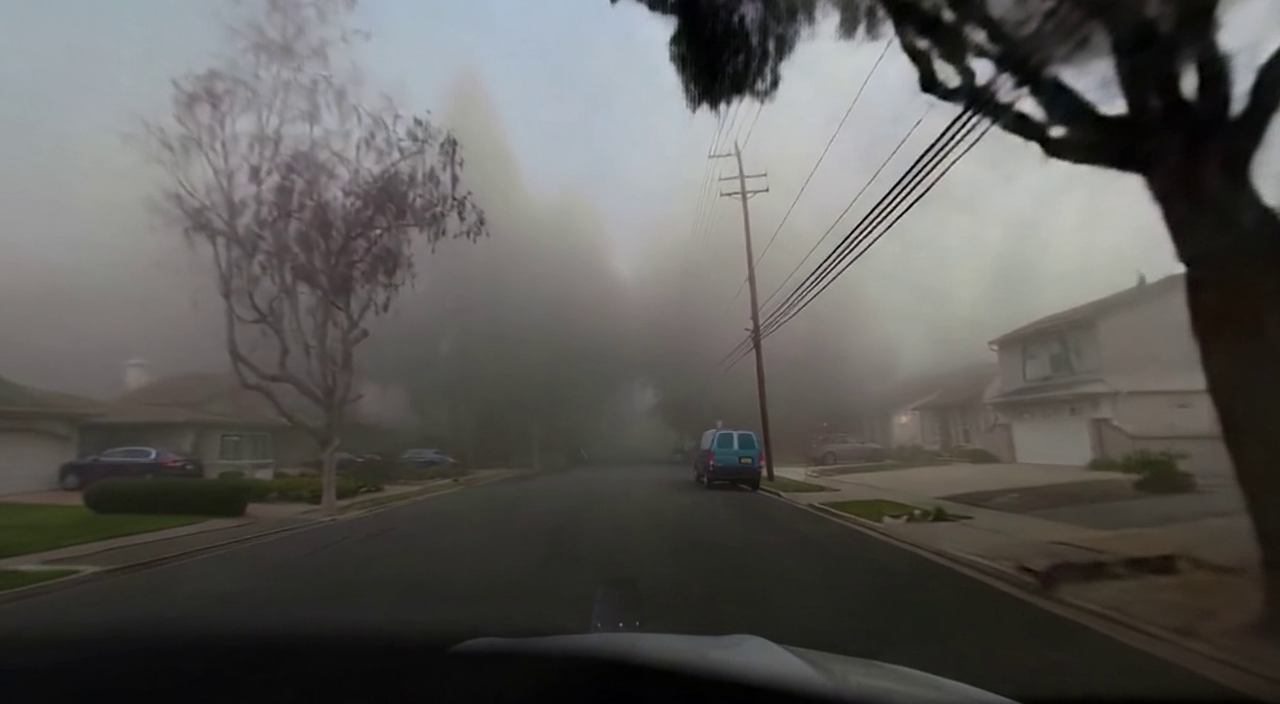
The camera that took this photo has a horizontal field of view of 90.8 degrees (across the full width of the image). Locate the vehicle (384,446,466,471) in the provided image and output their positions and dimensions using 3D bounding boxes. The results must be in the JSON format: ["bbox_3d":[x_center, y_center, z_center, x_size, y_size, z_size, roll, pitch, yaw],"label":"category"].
[{"bbox_3d":[-13.341,6.595,39.371,4.443,1.475,1.932,0,-9,-2],"label":"vehicle"}]

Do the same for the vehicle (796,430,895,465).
[{"bbox_3d":[10.965,5.127,33.872,4.602,1.799,1.859,0,-9,-1],"label":"vehicle"}]

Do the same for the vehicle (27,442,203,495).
[{"bbox_3d":[-18.480,4.093,22.413,4.414,1.731,2.008,-1,-8,0],"label":"vehicle"}]

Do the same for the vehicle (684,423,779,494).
[{"bbox_3d":[2.900,3.552,21.372,2.311,2.069,5.156,0,-9,-1],"label":"vehicle"}]

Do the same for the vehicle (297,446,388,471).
[{"bbox_3d":[-18.355,6.588,39.134,4.615,1.482,2.073,0,-8,0],"label":"vehicle"}]
